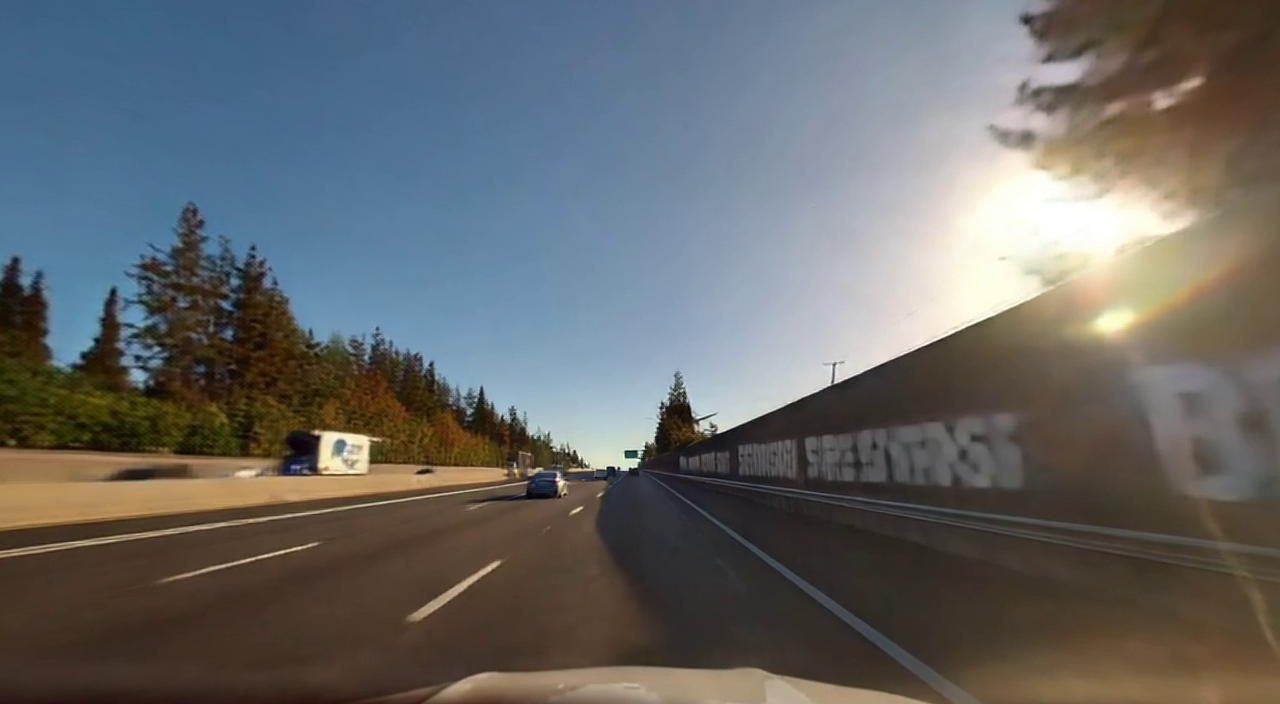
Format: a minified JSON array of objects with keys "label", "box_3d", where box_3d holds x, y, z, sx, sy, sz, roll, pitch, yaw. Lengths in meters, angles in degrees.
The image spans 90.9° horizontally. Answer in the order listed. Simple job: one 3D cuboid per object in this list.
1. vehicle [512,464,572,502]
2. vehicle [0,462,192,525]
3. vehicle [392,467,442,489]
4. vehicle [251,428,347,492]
[{"label":"vehicle","box_3d":[-4.131,5.582,27.078,1.941,1.437,3.829,1,-10,0]},{"label":"vehicle","box_3d":[-15.215,3.847,17.598,1.963,1.476,4.580,1,-10,0]},{"label":"vehicle","box_3d":[-15.861,8.952,45.061,1.842,1.456,4.483,1,-10,1]},{"label":"vehicle","box_3d":[-22.811,7.347,42.621,2.950,3.925,5.877,1,-10,0]}]
